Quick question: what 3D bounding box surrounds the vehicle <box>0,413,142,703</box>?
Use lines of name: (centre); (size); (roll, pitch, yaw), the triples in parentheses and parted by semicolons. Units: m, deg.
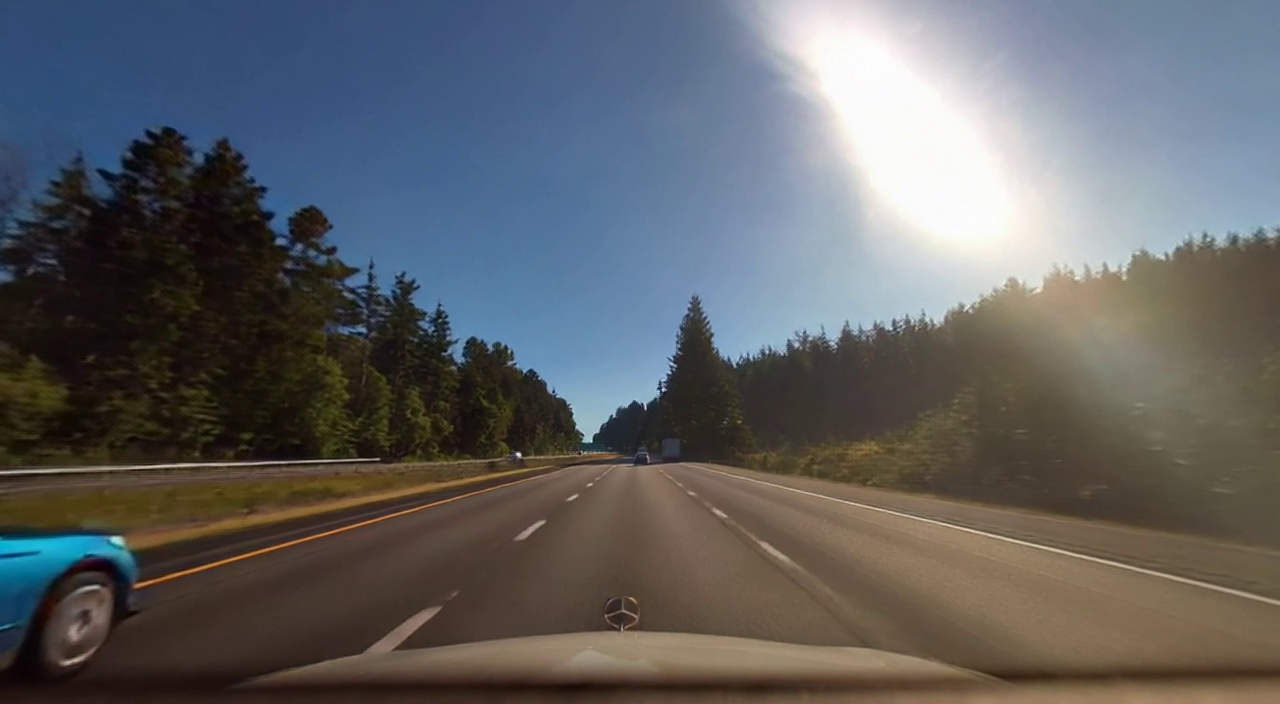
vehicle: (-4.185, 0.913, 2.056); (1.927, 1.530, 3.874); (0, -9, 0)
